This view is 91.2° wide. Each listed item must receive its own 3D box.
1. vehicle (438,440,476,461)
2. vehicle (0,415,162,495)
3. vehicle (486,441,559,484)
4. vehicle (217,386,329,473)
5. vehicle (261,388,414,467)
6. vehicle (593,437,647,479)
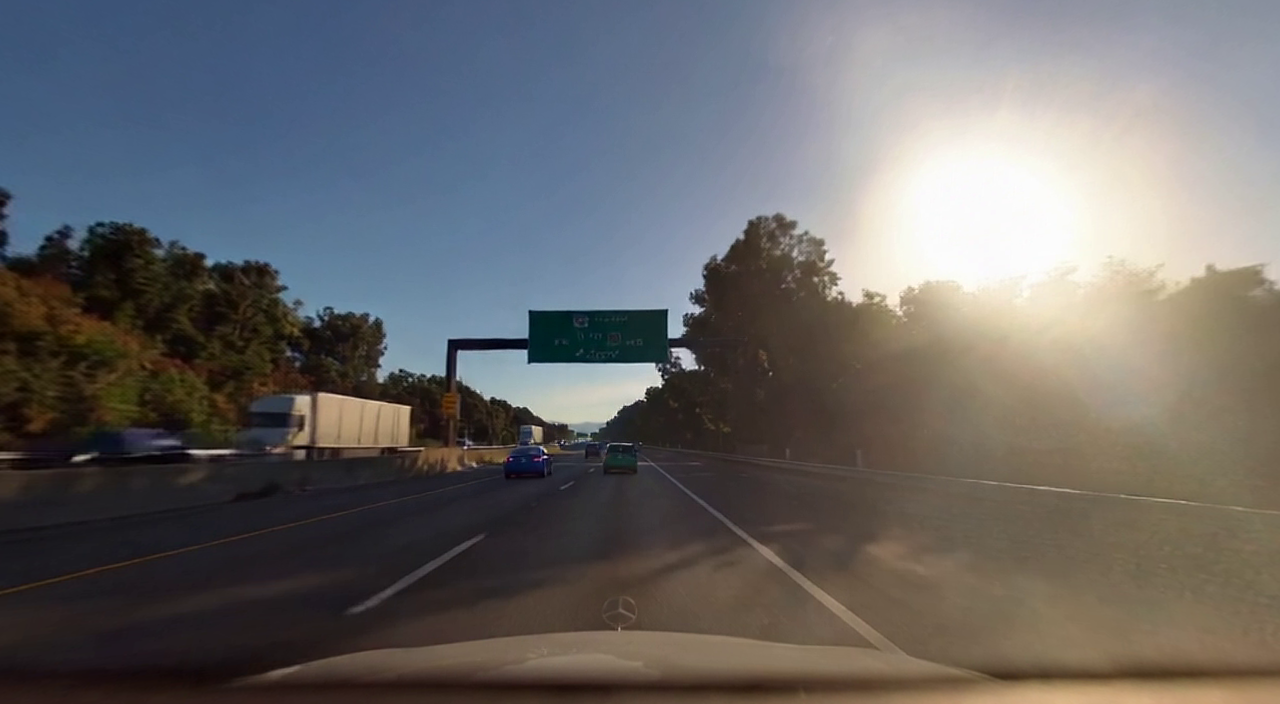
[{"bbox_3d":[-14.564,7.834,49.955,1.866,1.584,3.939,0,-9,-1],"label":"vehicle"},{"bbox_3d":[-13.998,2.435,14.854,1.938,1.619,4.246,-1,-9,0],"label":"vehicle"},{"bbox_3d":[-4.683,4.483,25.723,2.103,1.588,4.709,-1,-9,0],"label":"vehicle"},{"bbox_3d":[-17.932,3.877,30.979,2.989,3.994,3.933,0,-9,-2],"label":"vehicle"},{"bbox_3d":[-18.151,4.969,39.444,2.895,4.041,14.097,0,-9,-1],"label":"vehicle"},{"bbox_3d":[-0.879,4.729,28.067,2.220,1.711,4.056,0,-9,-1],"label":"vehicle"}]
